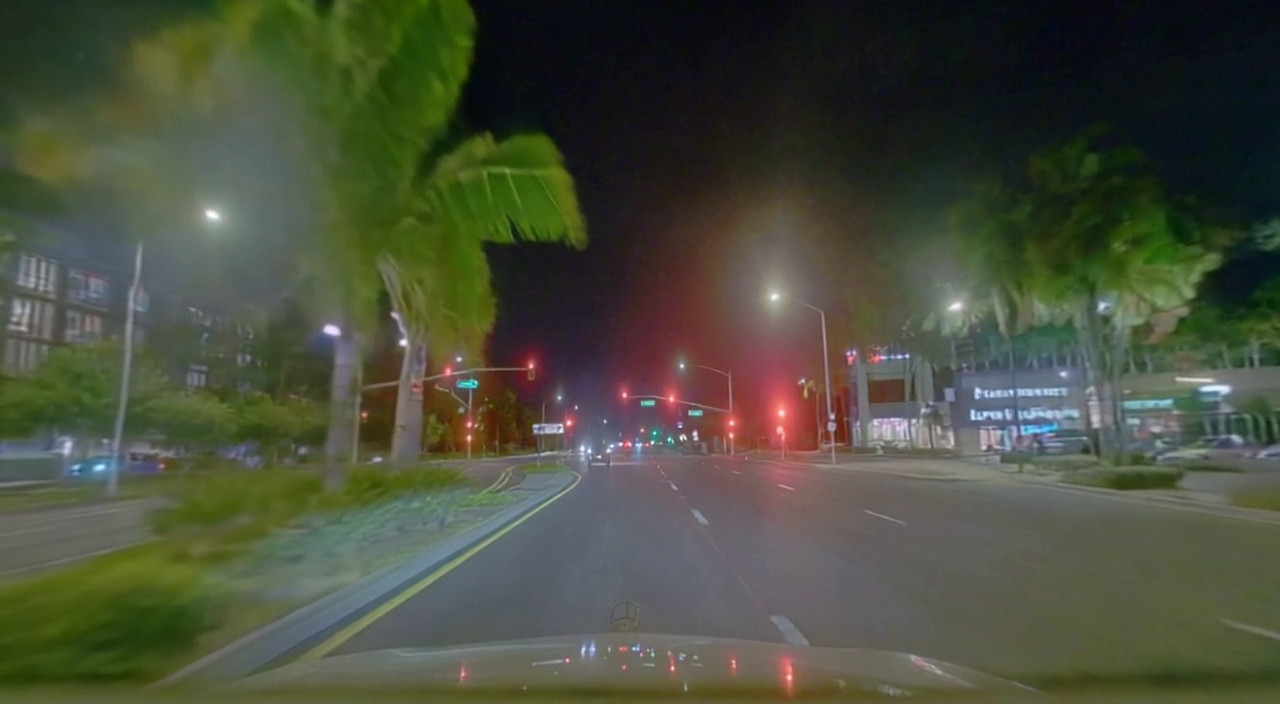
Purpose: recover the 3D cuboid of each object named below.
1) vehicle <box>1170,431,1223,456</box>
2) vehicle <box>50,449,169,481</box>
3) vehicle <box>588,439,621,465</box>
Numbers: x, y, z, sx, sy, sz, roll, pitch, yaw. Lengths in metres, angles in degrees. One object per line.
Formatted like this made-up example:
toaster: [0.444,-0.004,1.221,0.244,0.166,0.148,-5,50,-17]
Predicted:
vehicle: [36.946,6.063,41.890,4.405,1.525,1.901,7,-10,-40]
vehicle: [-31.637,6.718,37.999,2.099,1.731,5.736,0,-8,1]
vehicle: [-2.424,6.667,42.405,1.990,1.639,3.885,1,-8,-6]
